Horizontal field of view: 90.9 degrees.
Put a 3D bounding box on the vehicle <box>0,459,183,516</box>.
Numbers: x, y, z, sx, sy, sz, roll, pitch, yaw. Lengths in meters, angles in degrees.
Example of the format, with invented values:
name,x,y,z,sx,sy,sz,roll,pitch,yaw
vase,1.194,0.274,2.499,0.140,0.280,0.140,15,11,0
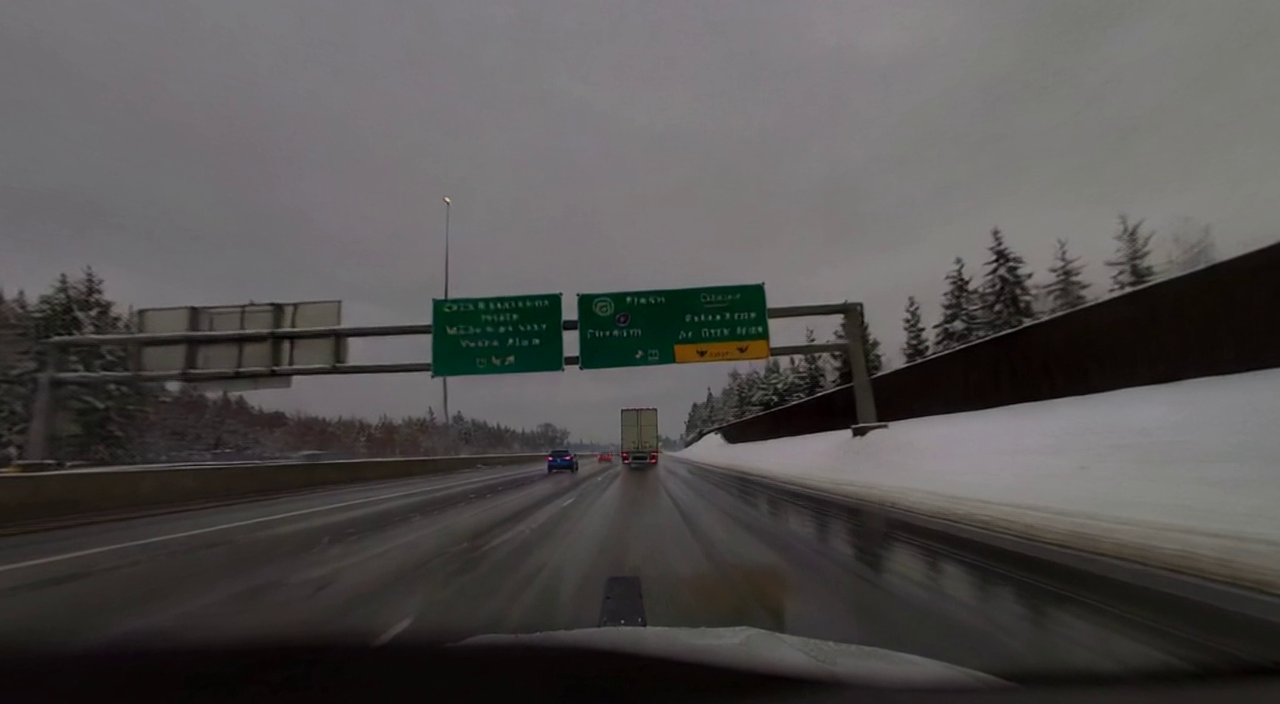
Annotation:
name,x,y,z,sx,sy,sz,roll,pitch,yaw
vehicle,-16.628,4.046,19.355,1.813,1.452,4.446,0,-9,0

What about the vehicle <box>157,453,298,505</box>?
name,x,y,z,sx,sy,sz,roll,pitch,yaw
vehicle,-12.957,3.972,20.149,1.797,1.436,3.926,0,-9,1

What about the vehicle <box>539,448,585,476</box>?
name,x,y,z,sx,sy,sz,roll,pitch,yaw
vehicle,-4.457,6.370,36.743,1.977,1.478,4.702,0,-9,1

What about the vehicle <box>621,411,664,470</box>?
name,x,y,z,sx,sy,sz,roll,pitch,yaw
vehicle,0.242,6.903,48.764,2.980,4.051,10.359,0,-9,0
